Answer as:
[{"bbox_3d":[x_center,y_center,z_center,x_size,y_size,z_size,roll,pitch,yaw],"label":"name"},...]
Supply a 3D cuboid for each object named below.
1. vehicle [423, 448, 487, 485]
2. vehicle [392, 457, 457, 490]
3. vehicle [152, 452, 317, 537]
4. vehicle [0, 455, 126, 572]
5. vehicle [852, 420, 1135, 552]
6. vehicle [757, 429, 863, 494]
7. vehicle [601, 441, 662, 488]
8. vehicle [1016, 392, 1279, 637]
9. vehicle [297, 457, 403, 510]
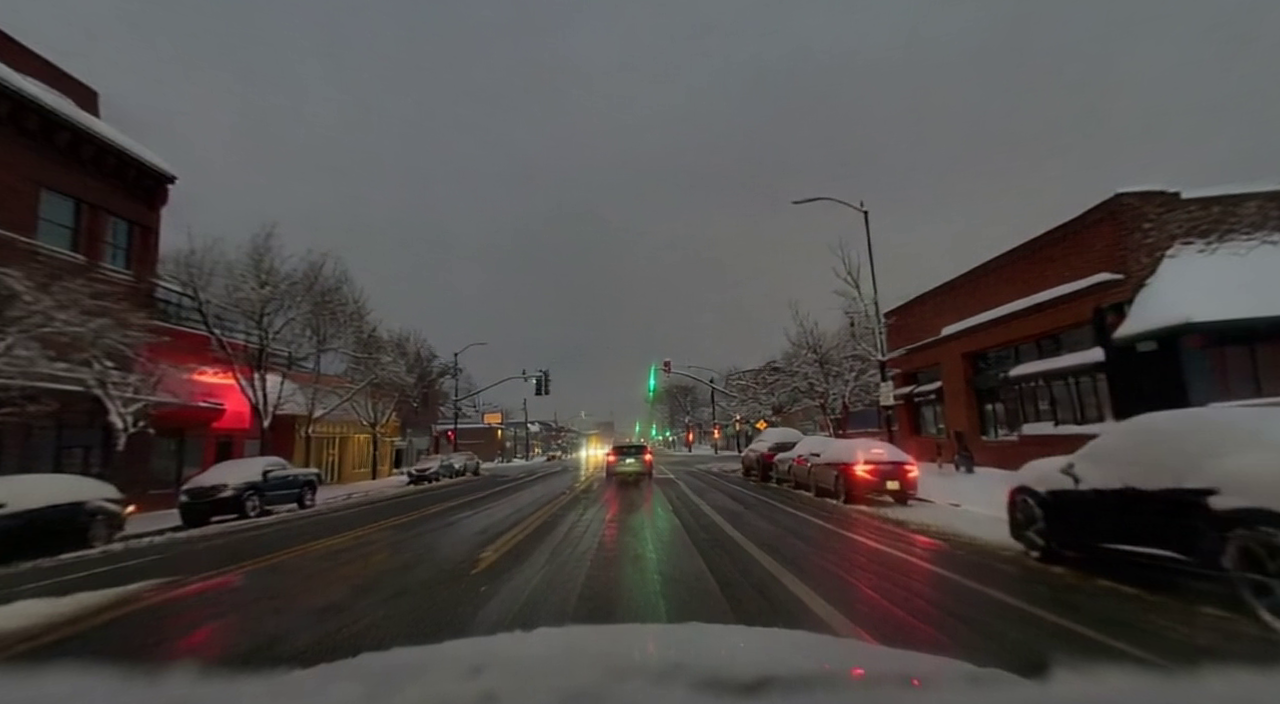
[{"bbox_3d":[-11.380,7.047,39.365,2.240,2.052,5.872,0,-9,0],"label":"vehicle"},{"bbox_3d":[-11.203,6.334,33.148,1.868,1.502,4.626,0,-9,-1],"label":"vehicle"},{"bbox_3d":[-11.419,3.949,18.250,1.872,1.731,4.656,-4,-6,-2],"label":"vehicle"},{"bbox_3d":[-11.207,2.769,10.335,2.055,1.685,4.370,-5,-6,-1],"label":"vehicle"},{"bbox_3d":[5.823,2.261,11.504,1.957,1.806,5.369,0,-9,-1],"label":"vehicle"},{"bbox_3d":[5.666,3.731,21.837,2.201,1.972,4.845,0,-9,-1],"label":"vehicle"},{"bbox_3d":[-0.319,4.179,23.740,2.086,1.575,4.205,0,-9,-1],"label":"vehicle"},{"bbox_3d":[5.702,1.320,5.492,1.950,1.788,4.658,0,-9,0],"label":"vehicle"},{"bbox_3d":[-11.213,5.074,24.831,1.920,1.498,4.591,-5,-6,2],"label":"vehicle"}]
